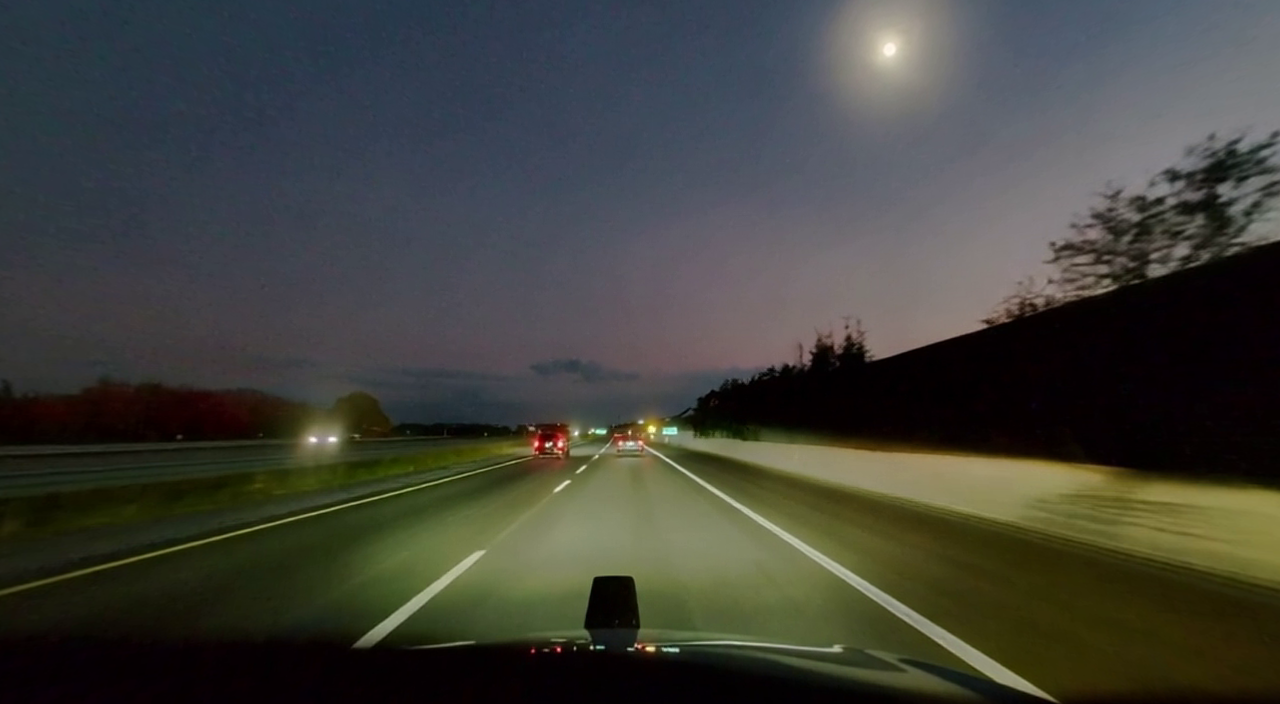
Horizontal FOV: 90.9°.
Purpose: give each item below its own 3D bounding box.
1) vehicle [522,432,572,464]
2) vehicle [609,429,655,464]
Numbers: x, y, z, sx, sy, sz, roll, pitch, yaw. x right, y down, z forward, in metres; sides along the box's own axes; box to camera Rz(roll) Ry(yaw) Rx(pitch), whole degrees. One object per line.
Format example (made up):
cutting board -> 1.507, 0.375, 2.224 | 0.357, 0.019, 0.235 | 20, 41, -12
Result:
vehicle -> -4.716, 4.880, 32.378 | 1.975, 1.518, 4.242 | 0, -8, -1
vehicle -> -0.468, 4.749, 31.767 | 2.162, 1.616, 4.242 | 0, -8, -2
